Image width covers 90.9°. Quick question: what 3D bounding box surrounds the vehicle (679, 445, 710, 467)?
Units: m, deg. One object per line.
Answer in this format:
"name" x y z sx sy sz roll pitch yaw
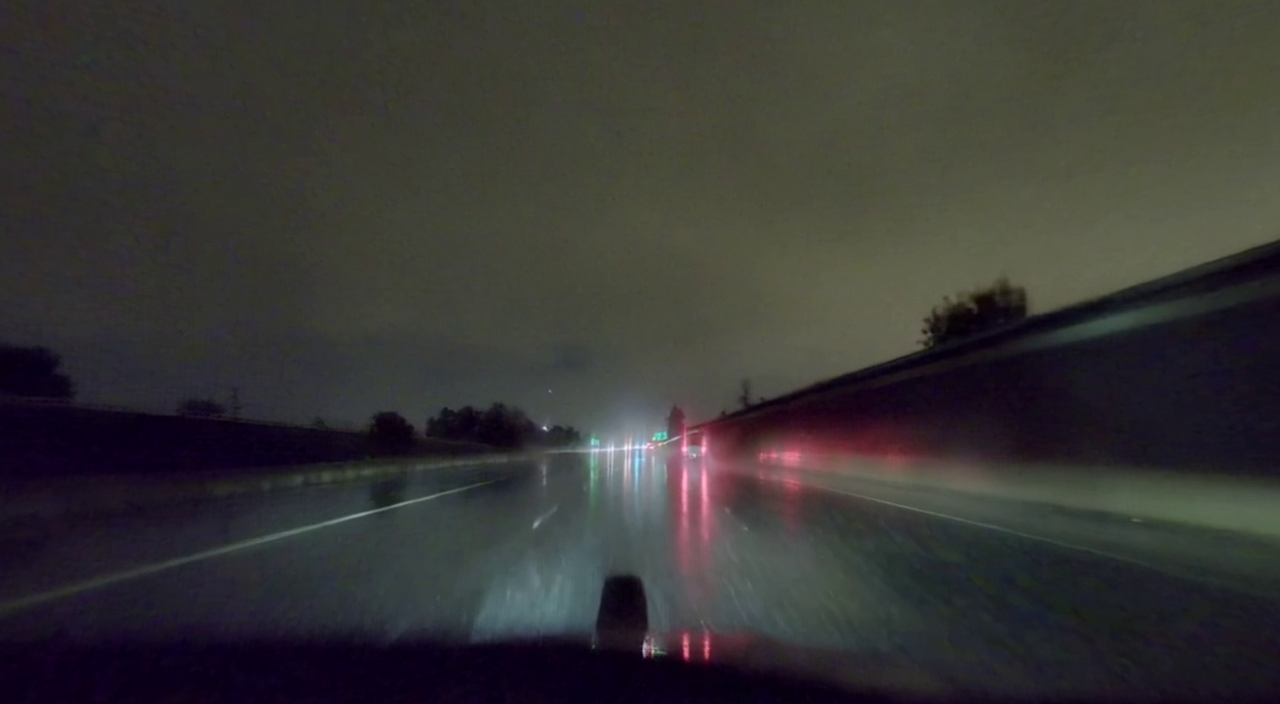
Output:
"vehicle" 4.040 7.754 47.326 2.003 1.520 4.058 0 -8 0
